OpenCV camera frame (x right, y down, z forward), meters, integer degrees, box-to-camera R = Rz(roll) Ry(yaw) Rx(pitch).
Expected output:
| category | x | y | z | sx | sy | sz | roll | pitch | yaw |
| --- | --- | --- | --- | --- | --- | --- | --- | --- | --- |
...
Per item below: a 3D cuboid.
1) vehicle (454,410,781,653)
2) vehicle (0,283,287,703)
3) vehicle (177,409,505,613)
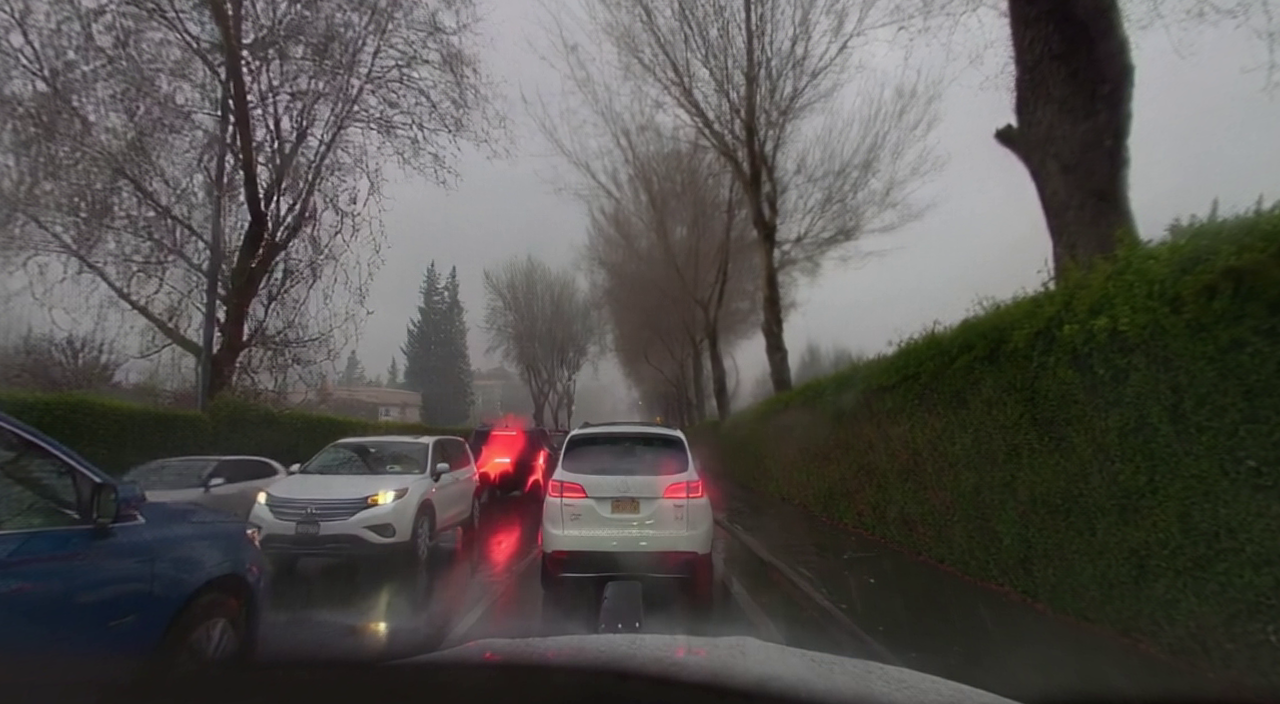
| category | x | y | z | sx | sy | sz | roll | pitch | yaw |
| --- | --- | --- | --- | --- | --- | --- | --- | --- | --- |
| vehicle | -0.170 | 1.503 | 6.229 | 2.154 | 1.581 | 4.007 | 0 | -9 | -1 |
| vehicle | -3.279 | 0.681 | 1.258 | 2.205 | 1.913 | 5.327 | -6 | -8 | -2 |
| vehicle | -3.417 | 1.855 | 8.322 | 2.256 | 1.728 | 4.421 | -6 | -8 | -2 |
